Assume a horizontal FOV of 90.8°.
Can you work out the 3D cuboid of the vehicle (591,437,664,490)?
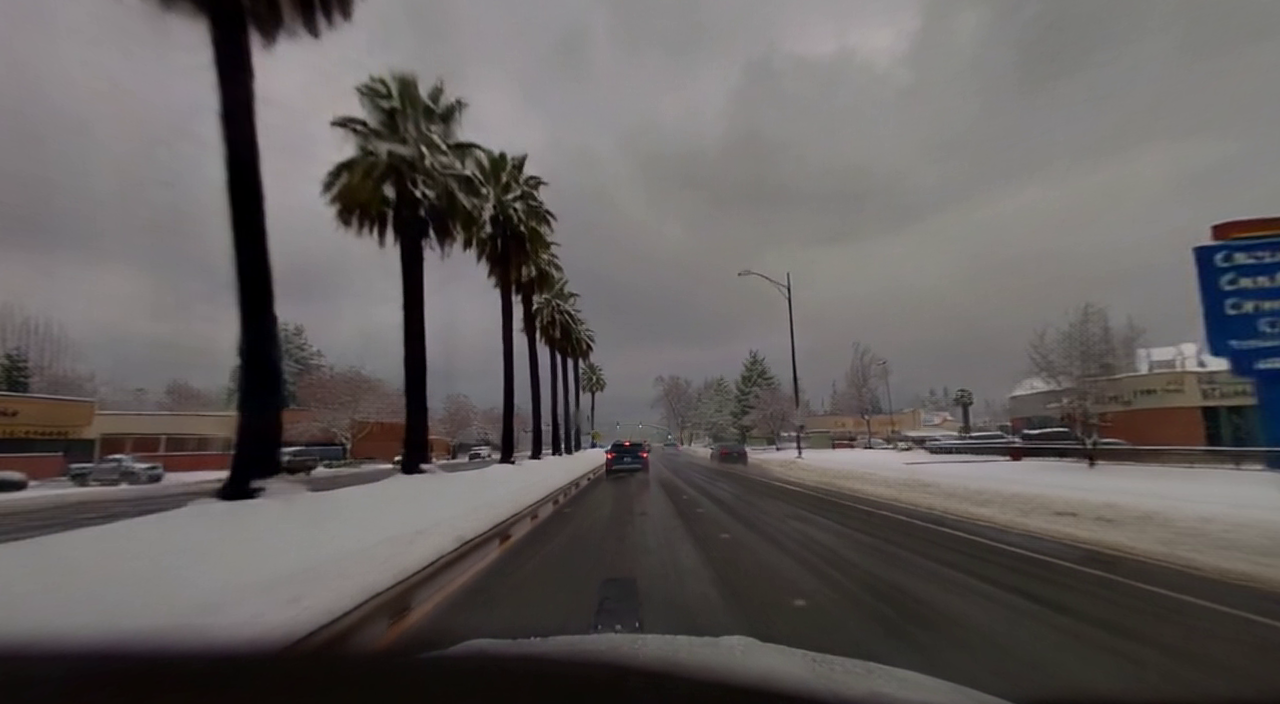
[{"bbox_3d":[-0.367,3.529,20.293,2.106,1.496,3.964,0,-9,0],"label":"vehicle"}]

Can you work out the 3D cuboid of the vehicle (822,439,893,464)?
[{"bbox_3d":[15.752,7.199,45.890,4.358,1.732,2.129,0,-9,-3],"label":"vehicle"}]

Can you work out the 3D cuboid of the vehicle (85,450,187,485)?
[{"bbox_3d":[-27.047,6.170,34.151,1.934,1.736,4.341,0,-9,-1],"label":"vehicle"}]

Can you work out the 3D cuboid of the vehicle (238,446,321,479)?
[{"bbox_3d":[-19.302,5.918,34.050,2.021,1.666,4.247,0,-9,-1],"label":"vehicle"}]

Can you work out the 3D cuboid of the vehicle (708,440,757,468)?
[{"bbox_3d":[5.744,6.383,39.727,2.244,1.618,4.585,0,-9,-2],"label":"vehicle"}]
